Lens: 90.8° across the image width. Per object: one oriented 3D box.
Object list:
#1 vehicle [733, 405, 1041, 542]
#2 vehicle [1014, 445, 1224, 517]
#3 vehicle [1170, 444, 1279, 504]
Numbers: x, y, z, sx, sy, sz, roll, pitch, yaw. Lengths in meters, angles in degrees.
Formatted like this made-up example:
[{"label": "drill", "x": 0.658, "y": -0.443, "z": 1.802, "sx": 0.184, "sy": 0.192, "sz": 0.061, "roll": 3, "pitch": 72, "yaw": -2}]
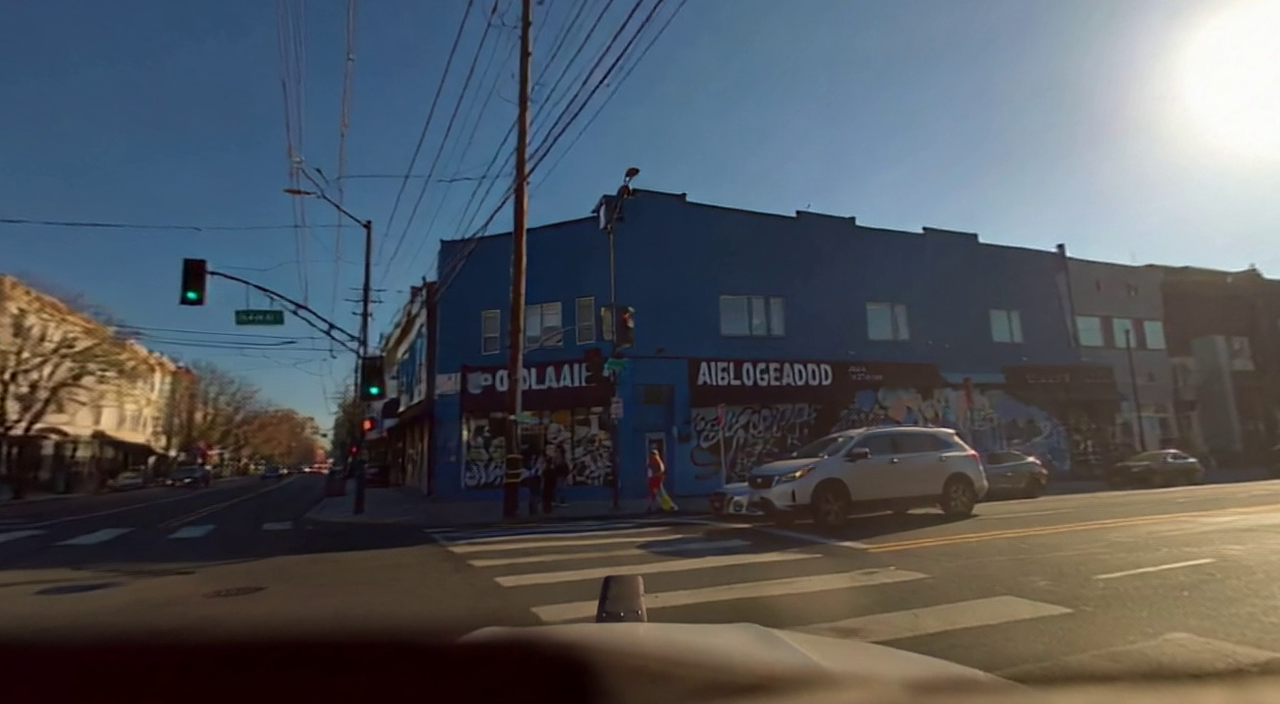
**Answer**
[{"label": "vehicle", "x": 4.451, "y": 2.085, "z": 11.425, "sx": 4.970, "sy": 1.972, "sz": 2.372, "roll": 4, "pitch": -10, "yaw": -27}, {"label": "vehicle", "x": 11.367, "y": 2.942, "z": 14.966, "sx": 4.672, "sy": 1.459, "sz": 1.938, "roll": 4, "pitch": -9, "yaw": -26}, {"label": "vehicle", "x": 17.775, "y": 3.422, "z": 18.143, "sx": 4.619, "sy": 1.511, "sz": 2.010, "roll": 4, "pitch": -9, "yaw": -25}]
